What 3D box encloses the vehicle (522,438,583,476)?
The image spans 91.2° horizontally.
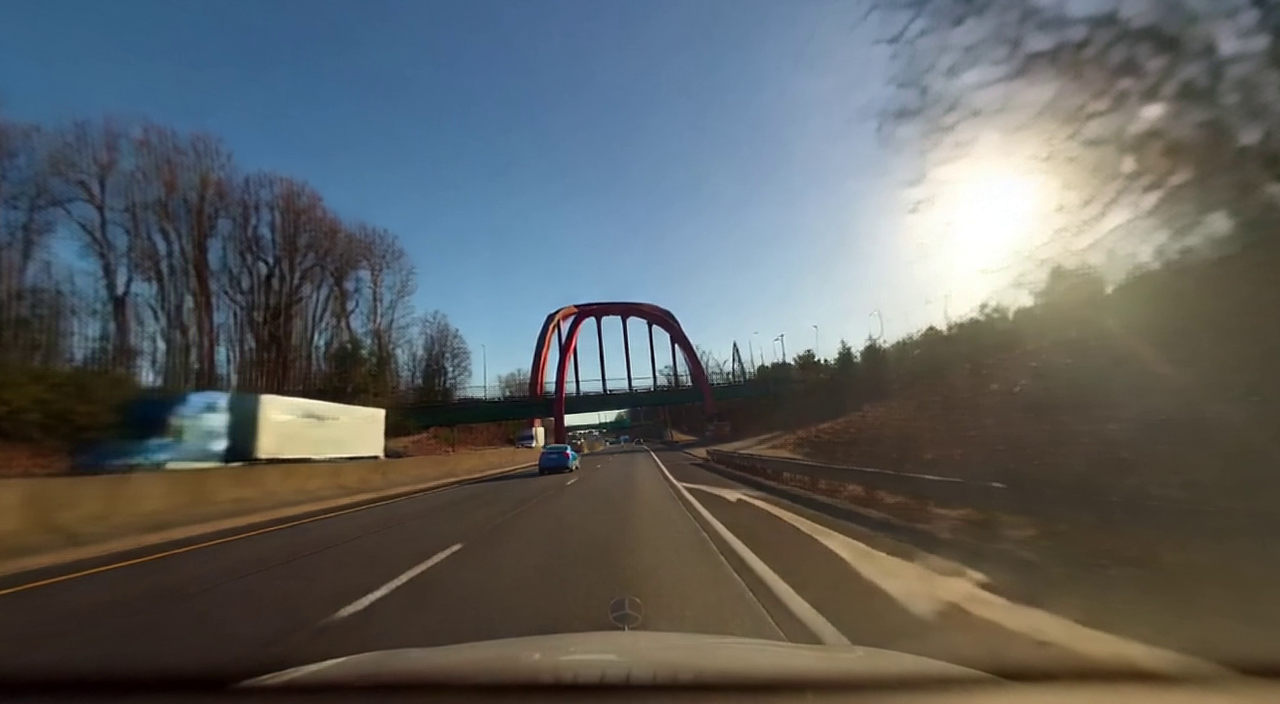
[{"bbox_3d":[-3.814,4.671,28.157,2.052,1.556,4.405,0,-8,1],"label":"vehicle"}]

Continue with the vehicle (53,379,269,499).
[{"bbox_3d":[-18.152,3.391,24.524,3.207,4.027,6.228,0,-8,1],"label":"vehicle"}]
